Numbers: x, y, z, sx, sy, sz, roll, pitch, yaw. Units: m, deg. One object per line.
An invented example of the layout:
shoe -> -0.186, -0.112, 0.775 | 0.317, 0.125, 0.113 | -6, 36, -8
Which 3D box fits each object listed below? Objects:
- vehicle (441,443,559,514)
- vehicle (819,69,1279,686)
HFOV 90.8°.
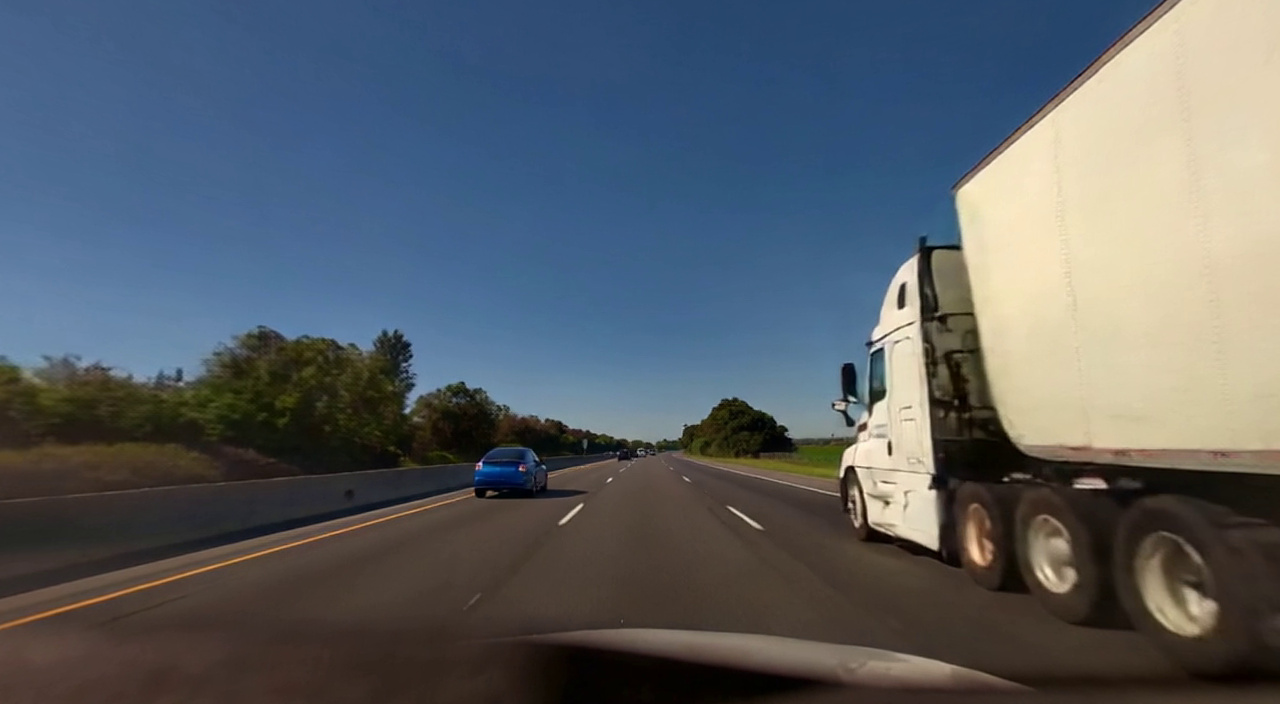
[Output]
vehicle -> -3.367, 3.122, 16.075 | 1.945, 1.537, 4.294 | 0, -9, 1
vehicle -> 4.386, 0.463, 6.857 | 3.042, 3.890, 5.873 | 0, -9, 0
